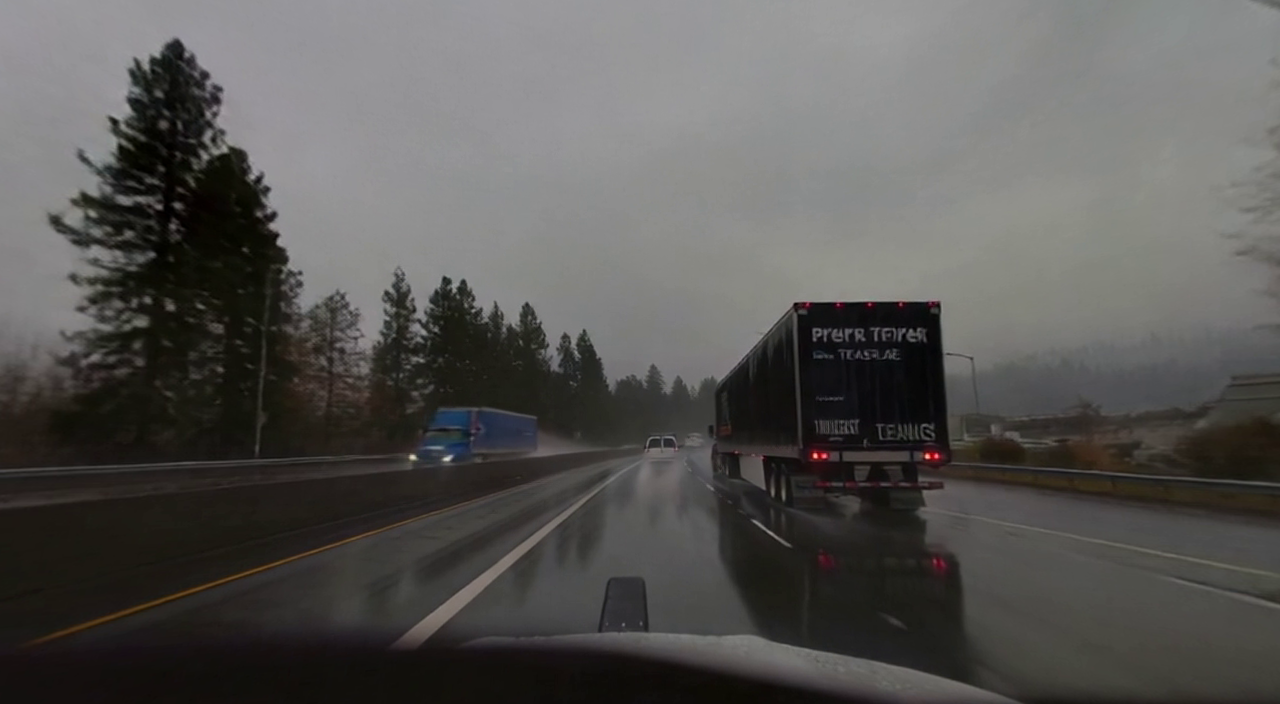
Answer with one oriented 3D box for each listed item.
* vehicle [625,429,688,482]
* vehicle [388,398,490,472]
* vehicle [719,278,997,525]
[{"bbox_3d":[0.651,4.034,24.776,2.222,1.848,4.610,-1,-8,2],"label":"vehicle"},{"bbox_3d":[-12.000,5.144,38.712,3.038,3.995,8.330,-1,-8,4],"label":"vehicle"},{"bbox_3d":[4.647,2.060,18.915,2.899,4.160,16.621,-1,-9,2],"label":"vehicle"}]
